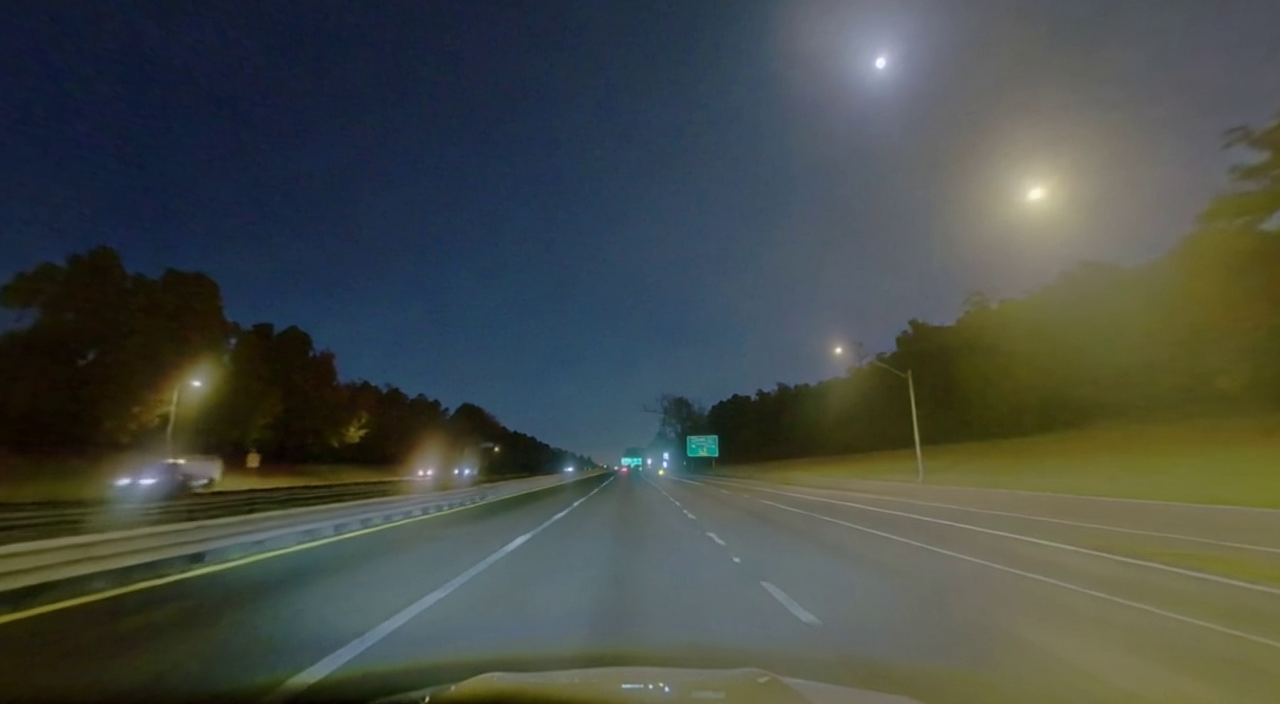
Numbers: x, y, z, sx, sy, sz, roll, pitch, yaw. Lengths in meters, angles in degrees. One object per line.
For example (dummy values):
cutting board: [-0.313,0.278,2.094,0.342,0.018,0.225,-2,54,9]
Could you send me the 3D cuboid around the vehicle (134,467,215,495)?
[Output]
vehicle: [-26.970,7.462,36.649,1.754,1.494,3.694,1,-10,0]
